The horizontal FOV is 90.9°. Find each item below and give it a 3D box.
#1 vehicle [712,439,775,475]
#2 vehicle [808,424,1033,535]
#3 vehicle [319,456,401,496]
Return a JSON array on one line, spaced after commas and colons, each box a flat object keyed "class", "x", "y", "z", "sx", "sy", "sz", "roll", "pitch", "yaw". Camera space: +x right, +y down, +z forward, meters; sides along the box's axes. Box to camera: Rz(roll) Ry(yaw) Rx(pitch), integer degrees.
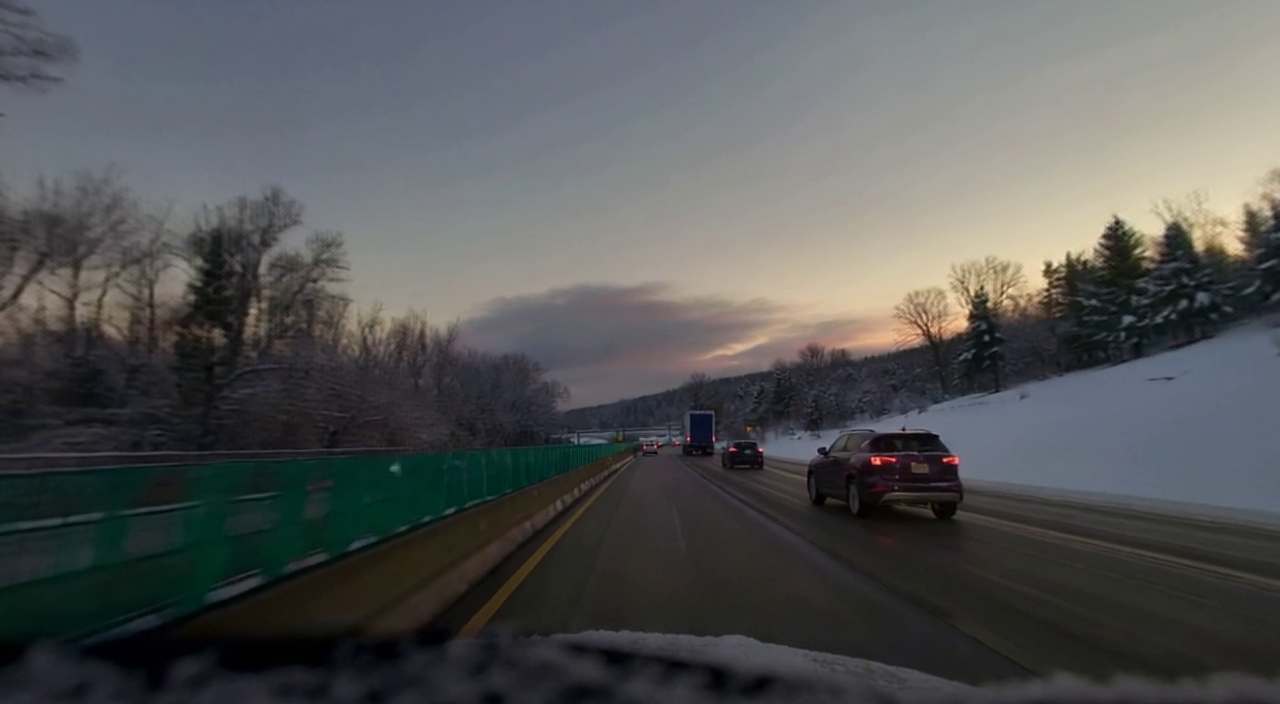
[{"class": "vehicle", "x": 4.539, "y": 4.670, "z": 28.330, "sx": 2.000, "sy": 1.473, "sz": 4.440, "roll": 0, "pitch": -8, "yaw": -1}, {"class": "vehicle", "x": 4.493, "y": 2.082, "z": 10.906, "sx": 1.940, "sy": 1.539, "sz": 4.005, "roll": 1, "pitch": -8, "yaw": -2}, {"class": "vehicle", "x": -11.739, "y": 5.205, "z": 26.697, "sx": 1.810, "sy": 1.481, "sz": 3.837, "roll": 1, "pitch": -8, "yaw": -2}]
